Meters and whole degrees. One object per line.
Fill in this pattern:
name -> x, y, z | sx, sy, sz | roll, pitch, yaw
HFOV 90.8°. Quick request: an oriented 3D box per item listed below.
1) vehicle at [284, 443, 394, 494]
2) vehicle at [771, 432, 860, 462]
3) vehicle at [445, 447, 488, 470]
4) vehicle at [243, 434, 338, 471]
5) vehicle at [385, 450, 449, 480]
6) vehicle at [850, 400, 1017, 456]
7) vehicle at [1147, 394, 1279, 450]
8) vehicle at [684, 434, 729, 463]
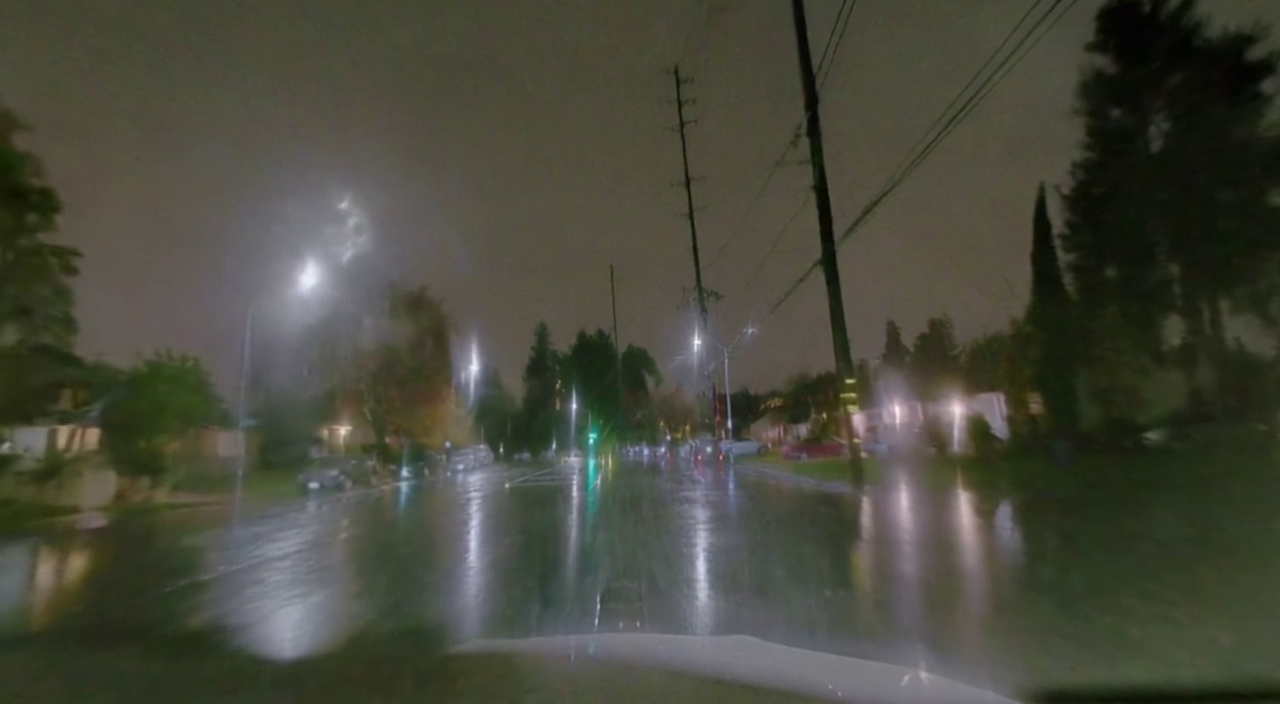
vehicle -> -11.525, 4.449, 24.592 | 2.037, 1.755, 4.434 | 0, -8, 0
vehicle -> 10.124, 5.535, 36.674 | 4.512, 1.477, 1.927 | -2, -9, -3
vehicle -> -12.105, 7.429, 44.348 | 2.012, 1.478, 4.661 | 1, -9, -4
vehicle -> -21.513, 6.154, 38.946 | 4.828, 2.134, 2.187 | -2, -9, 16
vehicle -> -11.517, 5.846, 32.960 | 1.948, 1.410, 4.361 | 0, -9, -3
vehicle -> 12.892, 3.510, 28.125 | 6.244, 2.050, 2.209 | -9, -13, 37
vehicle -> 22.577, 2.682, 23.962 | 4.831, 2.013, 2.082 | 0, -9, -2
vehicle -> 4.330, 6.389, 41.893 | 2.184, 1.770, 4.651 | 1, -9, -4
